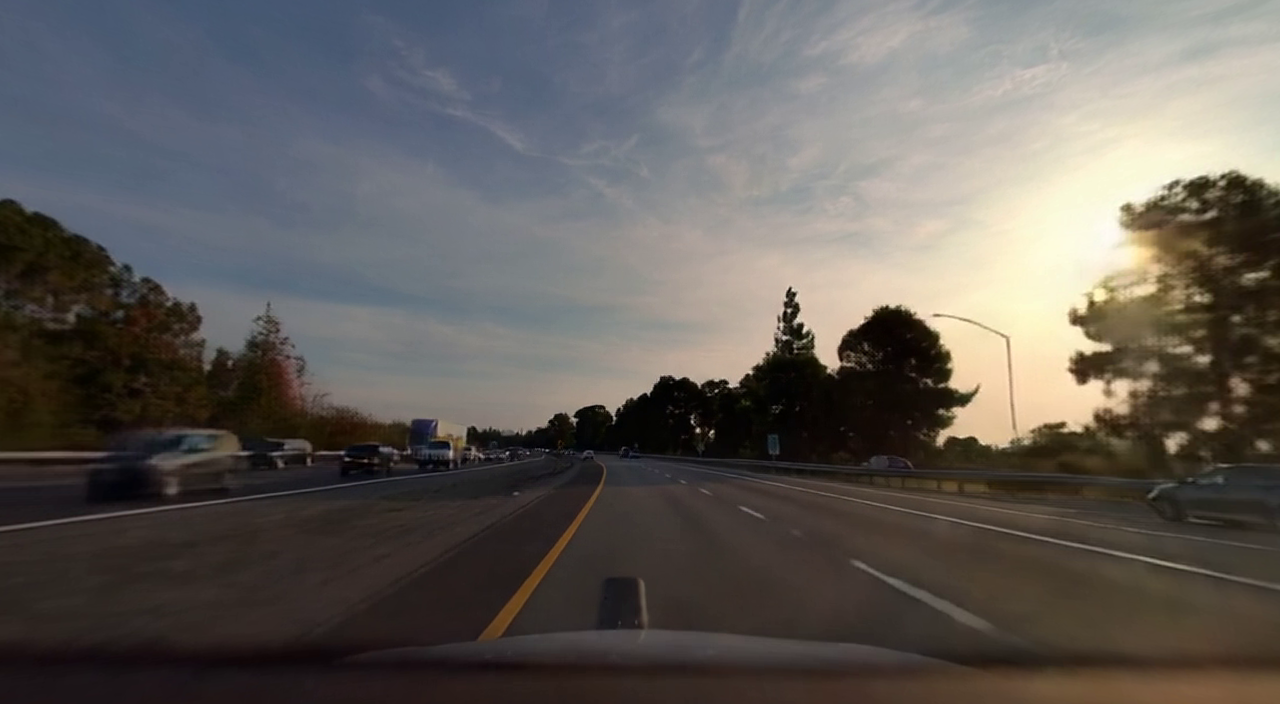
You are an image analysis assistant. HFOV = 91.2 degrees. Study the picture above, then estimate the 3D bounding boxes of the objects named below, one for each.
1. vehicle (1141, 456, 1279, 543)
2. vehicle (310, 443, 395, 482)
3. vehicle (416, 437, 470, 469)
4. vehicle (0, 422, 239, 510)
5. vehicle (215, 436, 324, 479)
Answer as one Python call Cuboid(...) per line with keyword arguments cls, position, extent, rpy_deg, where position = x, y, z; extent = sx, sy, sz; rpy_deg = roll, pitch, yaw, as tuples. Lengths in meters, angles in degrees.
Cuboid(cls="vehicle", position=(12.618, 2.817, 12.125), extent=(1.941, 1.536, 4.585), rpy_deg=(0, -9, -1))
Cuboid(cls="vehicle", position=(-11.601, 4.488, 25.614), extent=(1.817, 1.455, 3.867), rpy_deg=(0, -9, -3))
Cuboid(cls="vehicle", position=(-13.173, 6.831, 42.329), extent=(2.195, 1.976, 5.455), rpy_deg=(0, -9, -4))
Cuboid(cls="vehicle", position=(-10.950, 2.407, 13.561), extent=(1.924, 1.579, 4.165), rpy_deg=(0, -9, -3))
Cuboid(cls="vehicle", position=(-16.549, 4.746, 28.378), extent=(2.172, 1.731, 4.901), rpy_deg=(0, -9, -4))
